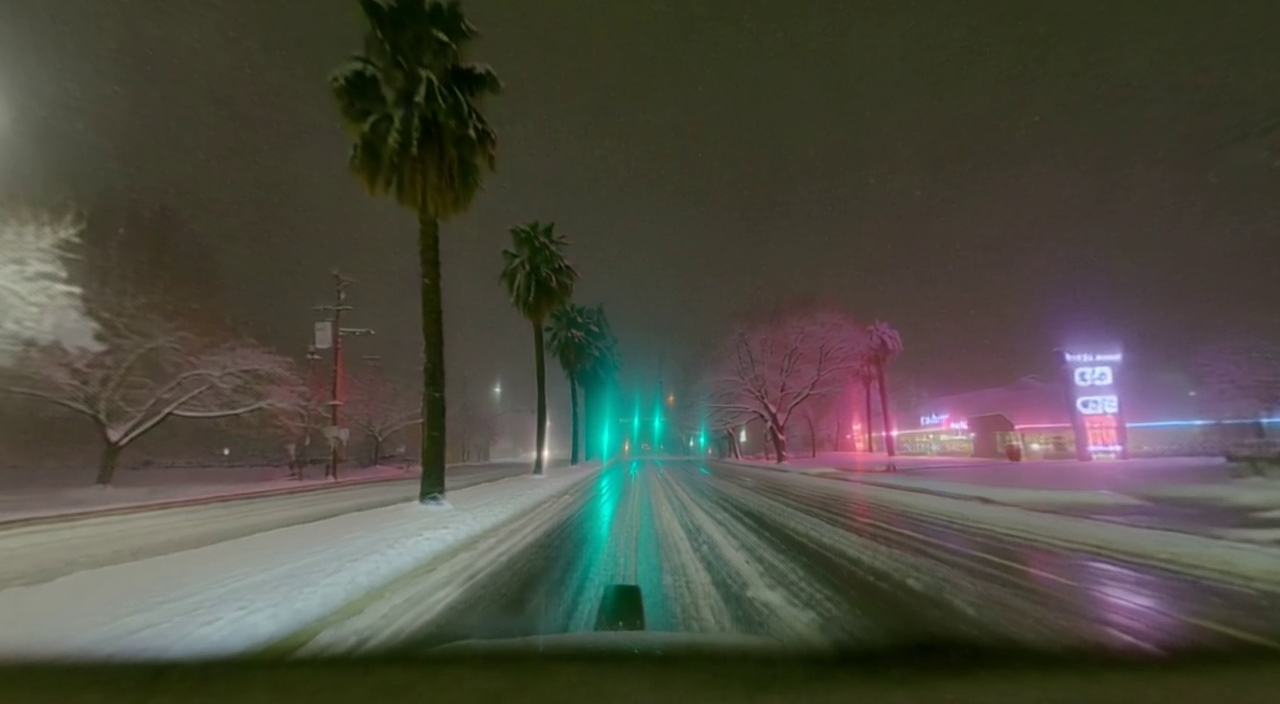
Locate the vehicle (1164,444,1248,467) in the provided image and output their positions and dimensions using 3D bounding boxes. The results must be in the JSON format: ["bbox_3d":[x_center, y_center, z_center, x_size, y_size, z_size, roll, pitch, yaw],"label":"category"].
[{"bbox_3d":[37.119,6.776,41.568,1.666,1.432,4.085,0,-8,-1],"label":"vehicle"}]
